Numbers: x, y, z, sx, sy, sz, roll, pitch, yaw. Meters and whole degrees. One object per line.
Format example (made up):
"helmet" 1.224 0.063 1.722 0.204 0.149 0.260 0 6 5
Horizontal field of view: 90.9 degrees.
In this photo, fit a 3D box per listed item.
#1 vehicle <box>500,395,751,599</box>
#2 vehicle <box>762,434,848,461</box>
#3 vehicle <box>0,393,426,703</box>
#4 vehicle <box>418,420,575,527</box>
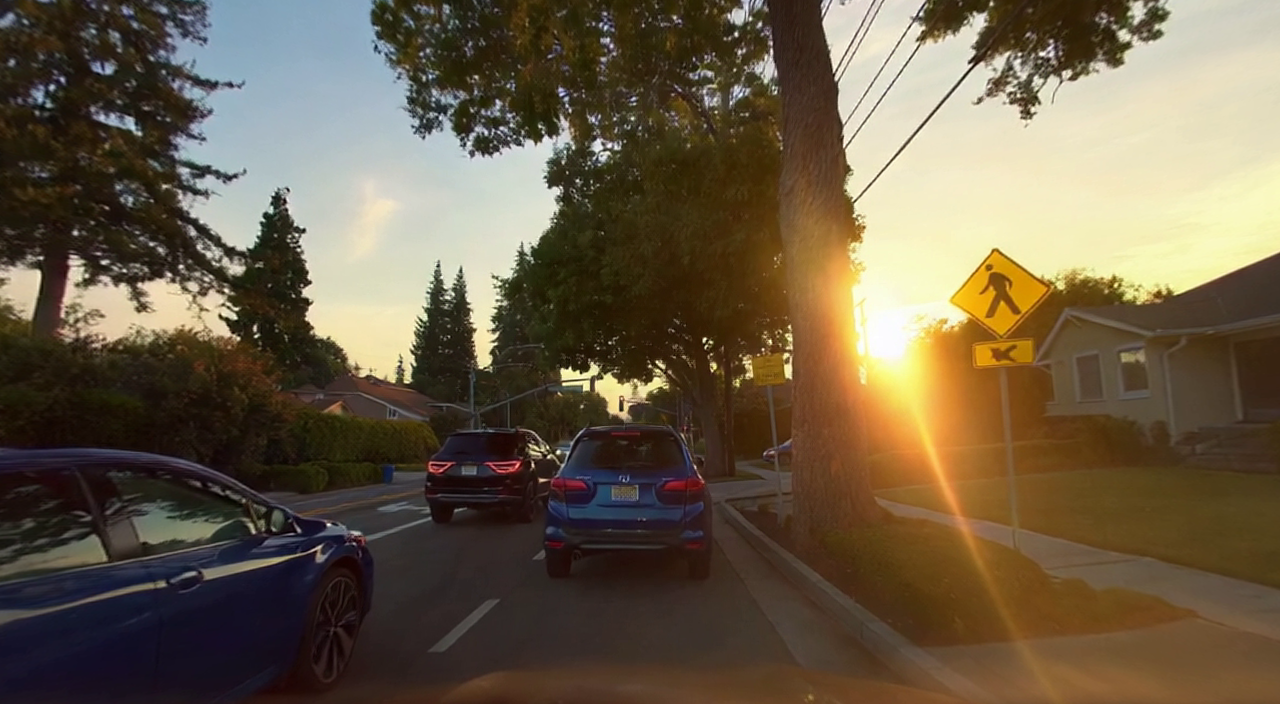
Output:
"vehicle" -0.130 1.520 7.369 2.120 1.718 3.909 0 -9 0
"vehicle" 9.320 5.439 35.852 4.456 1.504 1.914 -1 -9 6
"vehicle" -2.866 1.036 2.985 1.968 1.472 4.685 0 -9 1
"vehicle" -2.574 2.303 12.482 2.000 1.737 4.133 0 -9 2
